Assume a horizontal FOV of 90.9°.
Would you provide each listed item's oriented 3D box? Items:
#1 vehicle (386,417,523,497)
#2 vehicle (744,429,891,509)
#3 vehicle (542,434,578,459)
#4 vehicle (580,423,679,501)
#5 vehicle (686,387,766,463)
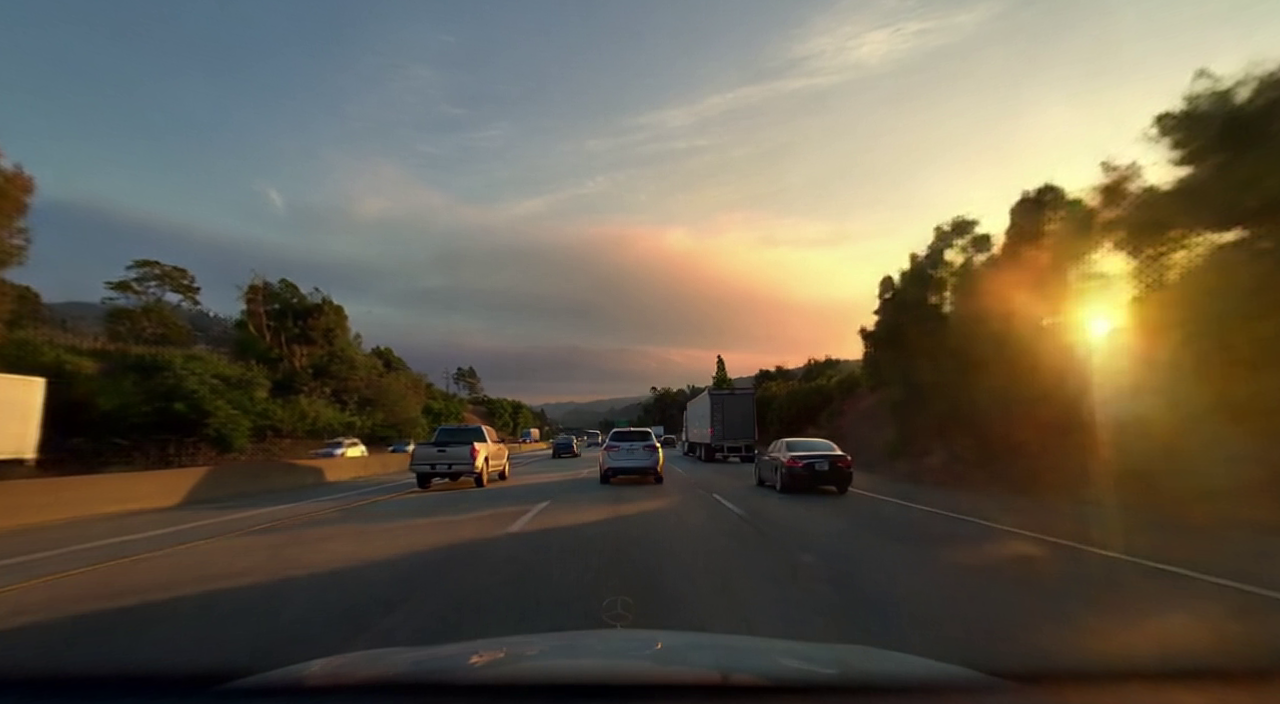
[{"bbox_3d":[-4.546,2.649,16.347,2.101,1.767,4.702,0,-8,0],"label":"vehicle"},{"bbox_3d":[3.672,2.472,13.850,1.951,1.477,3.963,0,-8,-2],"label":"vehicle"},{"bbox_3d":[-5.476,6.478,43.465,1.971,1.648,3.983,0,-8,-1],"label":"vehicle"},{"bbox_3d":[-0.249,2.584,15.245,2.083,1.647,3.799,0,-8,-1],"label":"vehicle"},{"bbox_3d":[5.174,4.910,41.281,2.888,4.135,14.071,0,-8,-2],"label":"vehicle"}]
